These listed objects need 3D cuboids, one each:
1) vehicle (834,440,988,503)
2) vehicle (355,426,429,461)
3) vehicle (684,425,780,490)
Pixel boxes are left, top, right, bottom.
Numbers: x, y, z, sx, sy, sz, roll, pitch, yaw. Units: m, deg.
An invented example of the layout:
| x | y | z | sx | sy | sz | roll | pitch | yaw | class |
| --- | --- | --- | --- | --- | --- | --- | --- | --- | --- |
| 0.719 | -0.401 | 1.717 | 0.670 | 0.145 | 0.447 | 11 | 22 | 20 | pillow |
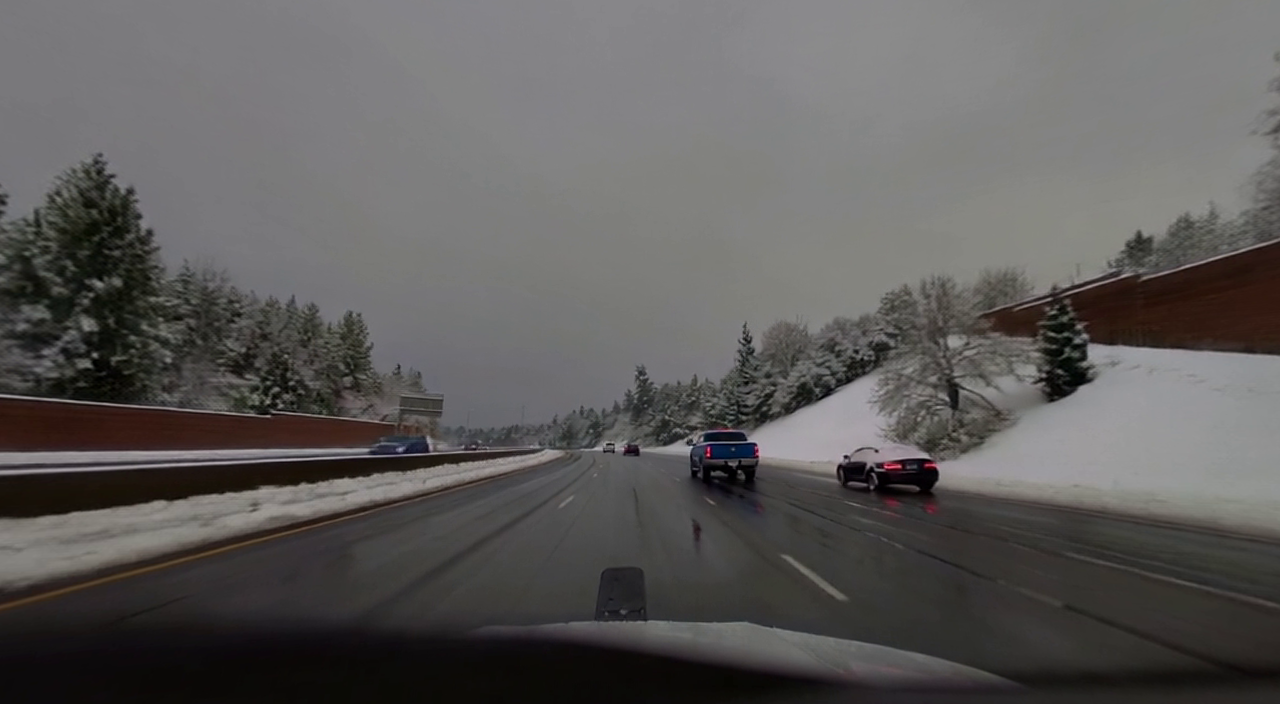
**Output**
| x | y | z | sx | sy | sz | roll | pitch | yaw | class |
| --- | --- | --- | --- | --- | --- | --- | --- | --- | --- |
| 7.262 | 3.225 | 17.610 | 1.976 | 1.485 | 4.925 | 0 | -8 | -2 | vehicle |
| -14.825 | 5.520 | 38.121 | 2.324 | 1.948 | 5.784 | 0 | -8 | -2 | vehicle |
| 3.028 | 3.657 | 22.230 | 2.374 | 1.952 | 5.431 | 0 | -8 | -2 | vehicle |
